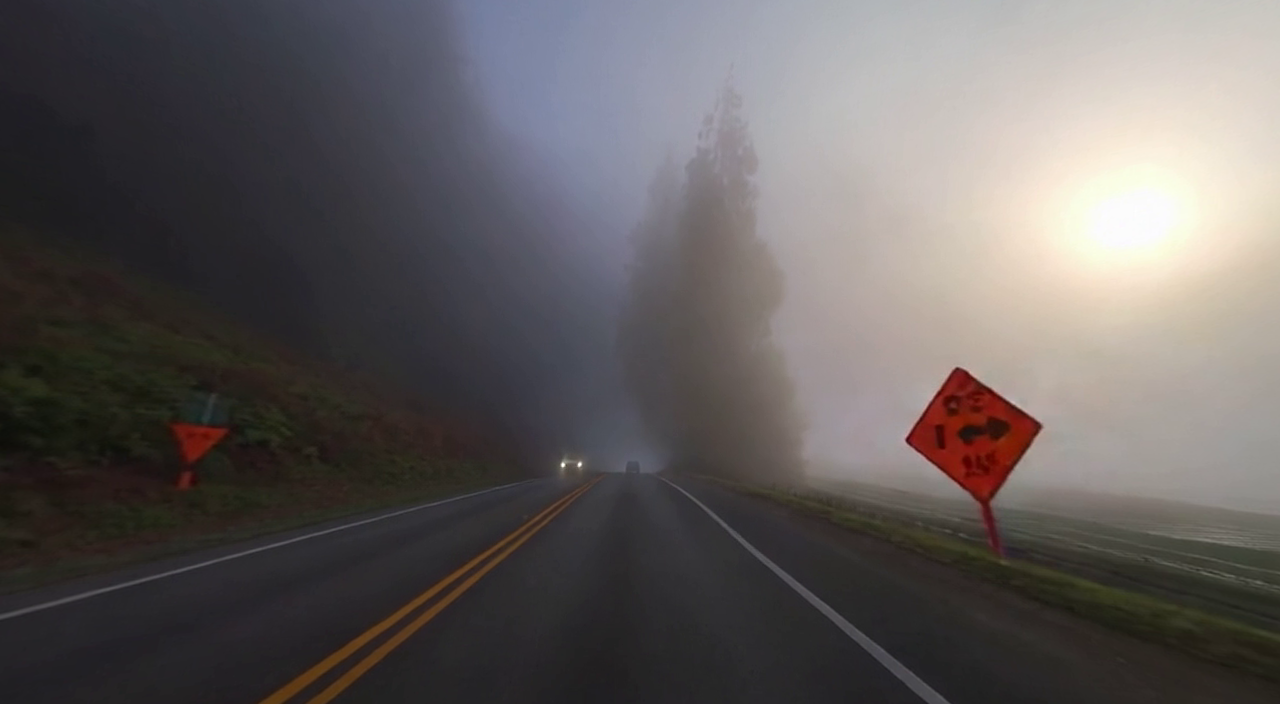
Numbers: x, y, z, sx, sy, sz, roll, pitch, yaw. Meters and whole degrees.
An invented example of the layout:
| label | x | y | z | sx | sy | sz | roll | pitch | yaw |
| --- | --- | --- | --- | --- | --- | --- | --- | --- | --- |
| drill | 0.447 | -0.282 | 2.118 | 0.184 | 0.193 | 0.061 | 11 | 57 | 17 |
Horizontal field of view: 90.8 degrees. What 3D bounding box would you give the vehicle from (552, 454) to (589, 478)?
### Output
| label | x | y | z | sx | sy | sz | roll | pitch | yaw |
| --- | --- | --- | --- | --- | --- | --- | --- | --- | --- |
| vehicle | -4.858 | 8.013 | 44.758 | 2.080 | 1.512 | 4.450 | -1 | -8 | 0 |
